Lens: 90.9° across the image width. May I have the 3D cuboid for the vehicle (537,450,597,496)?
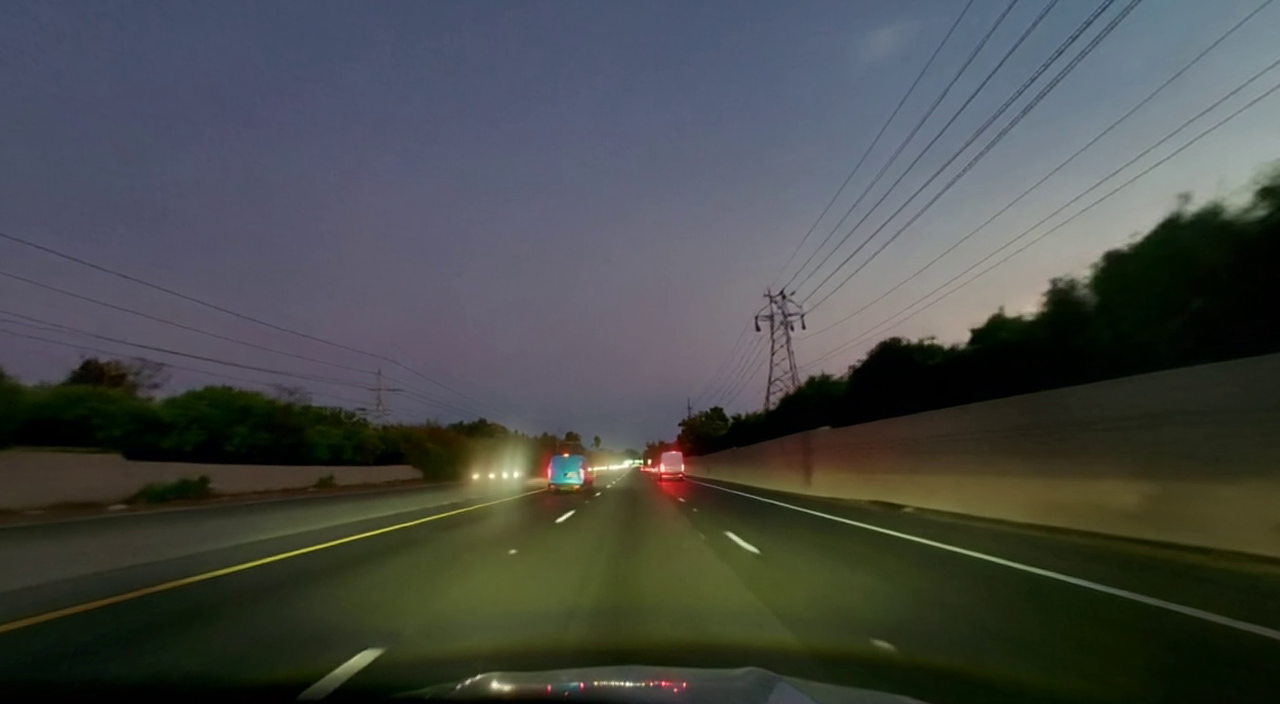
[{"bbox_3d":[-3.422,5.848,30.502,2.324,2.008,4.654,1,-11,0],"label":"vehicle"}]
